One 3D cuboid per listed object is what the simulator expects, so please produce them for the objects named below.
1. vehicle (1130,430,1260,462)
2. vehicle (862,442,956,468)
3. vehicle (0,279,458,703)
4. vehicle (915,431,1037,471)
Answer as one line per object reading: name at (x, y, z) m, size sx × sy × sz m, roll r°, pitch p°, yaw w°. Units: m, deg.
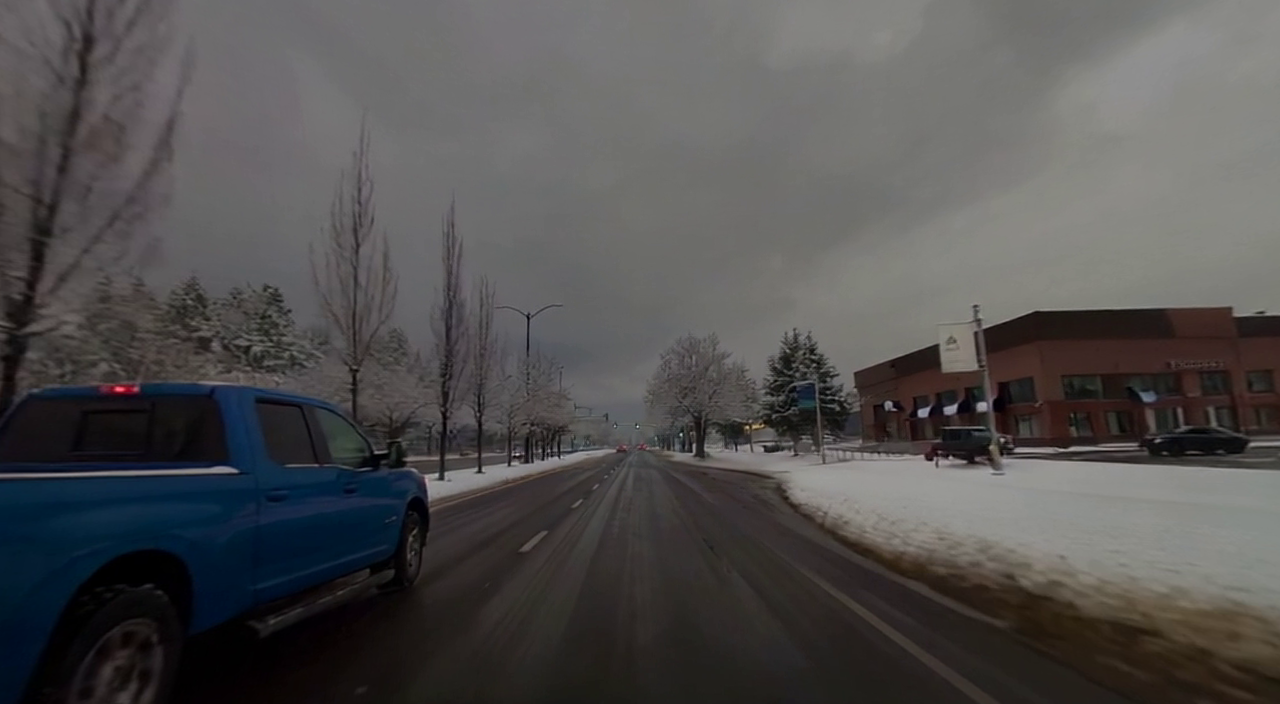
vehicle at (27.441, 4.670, 31.233) m, size 4.604 × 1.487 × 1.911 m, roll 0°, pitch -9°, yaw 0°
vehicle at (15.445, 5.922, 36.316) m, size 4.582 × 1.432 × 1.822 m, roll 0°, pitch -8°, yaw 2°
vehicle at (-2.973, 0.978, 3.876) m, size 2.065 × 1.790 × 5.417 m, roll 0°, pitch -9°, yaw 0°
vehicle at (15.310, 4.563, 28.863) m, size 4.332 × 1.744 × 2.115 m, roll 1°, pitch -11°, yaw -4°
